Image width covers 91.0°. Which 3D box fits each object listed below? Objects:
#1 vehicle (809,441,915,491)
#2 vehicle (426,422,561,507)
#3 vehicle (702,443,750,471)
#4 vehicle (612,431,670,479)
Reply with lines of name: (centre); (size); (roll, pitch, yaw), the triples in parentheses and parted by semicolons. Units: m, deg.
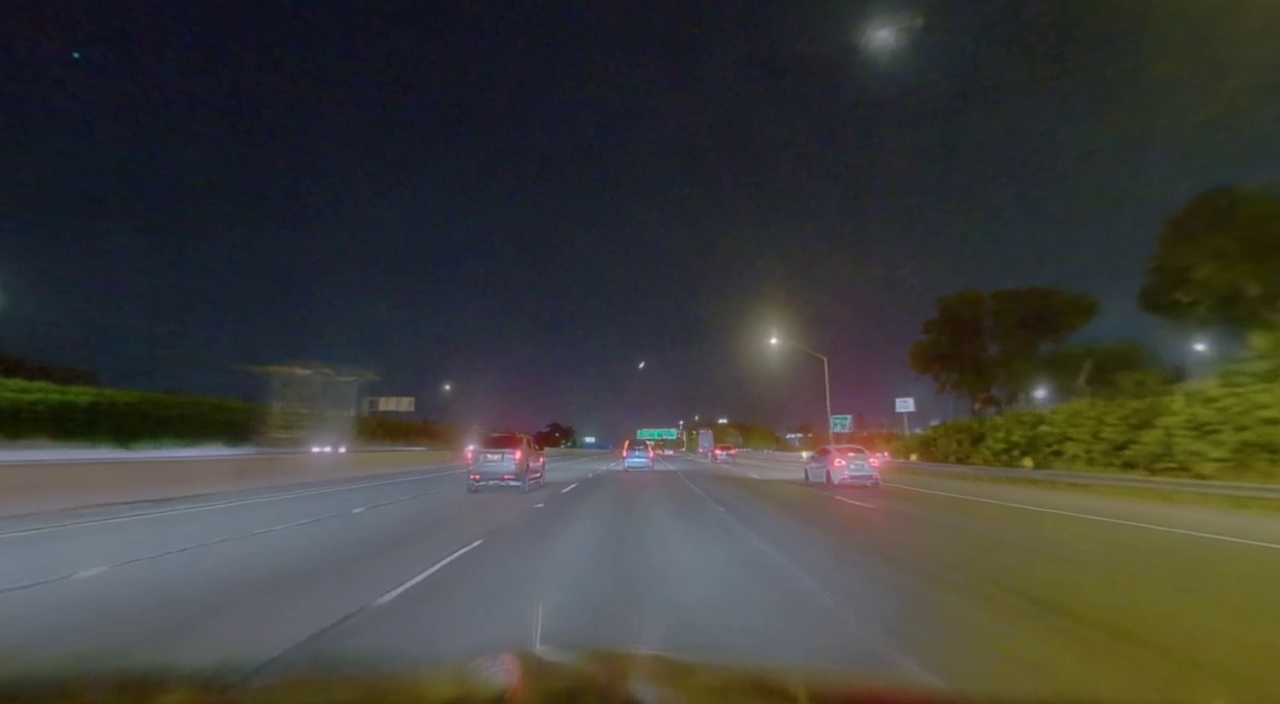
vehicle: (7.264, 3.766, 21.139); (1.936, 1.480, 4.373); (0, -9, 0)
vehicle: (-3.340, 2.700, 15.401); (2.142, 1.759, 4.297); (0, -9, 2)
vehicle: (4.655, 5.747, 34.641); (2.005, 1.456, 4.287); (0, -9, 0)
vehicle: (0.061, 4.400, 27.146); (2.270, 1.862, 4.949); (0, -9, 1)
